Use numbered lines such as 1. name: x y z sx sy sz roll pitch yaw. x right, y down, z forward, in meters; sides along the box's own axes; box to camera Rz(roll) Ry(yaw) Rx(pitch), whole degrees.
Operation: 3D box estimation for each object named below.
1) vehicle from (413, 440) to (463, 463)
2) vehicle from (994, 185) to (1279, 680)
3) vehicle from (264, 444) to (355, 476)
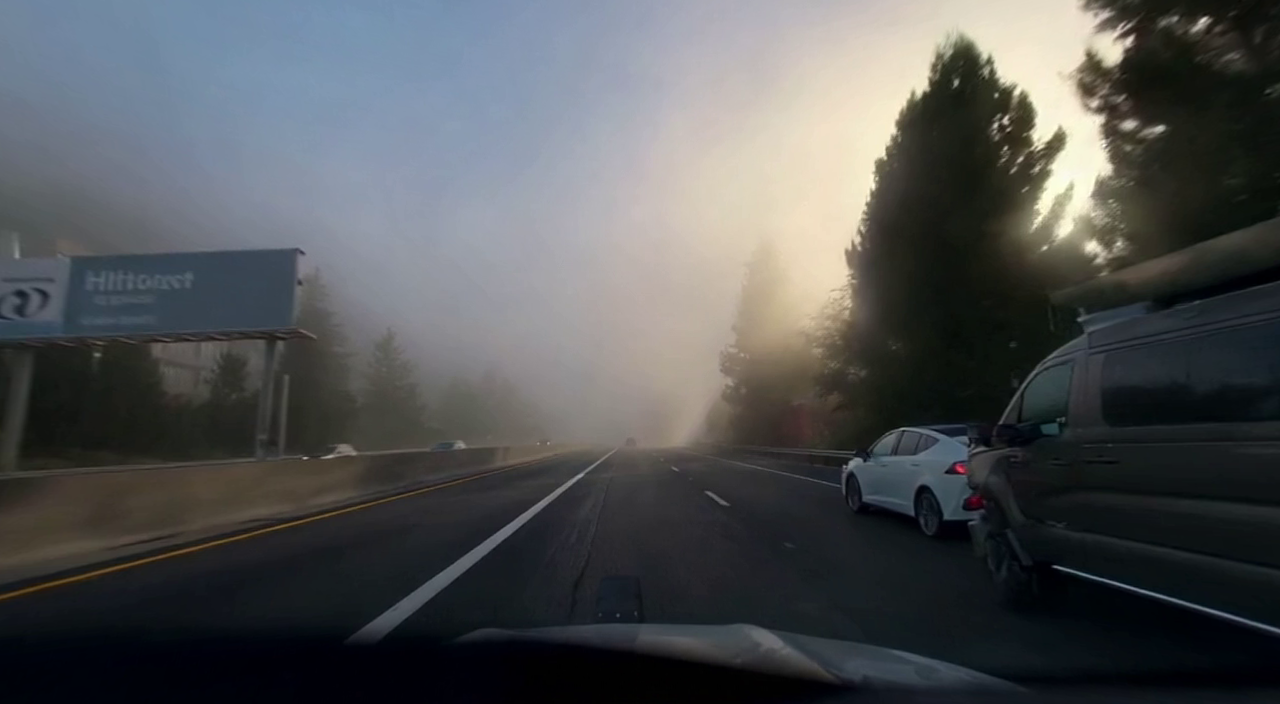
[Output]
1. vehicle: -13.105 6.455 41.102 1.848 1.429 4.181 0 -8 0
2. vehicle: 4.544 0.471 3.680 2.370 2.579 4.127 0 -8 -2
3. vehicle: -16.792 5.493 32.343 2.116 1.447 4.781 0 -8 0
